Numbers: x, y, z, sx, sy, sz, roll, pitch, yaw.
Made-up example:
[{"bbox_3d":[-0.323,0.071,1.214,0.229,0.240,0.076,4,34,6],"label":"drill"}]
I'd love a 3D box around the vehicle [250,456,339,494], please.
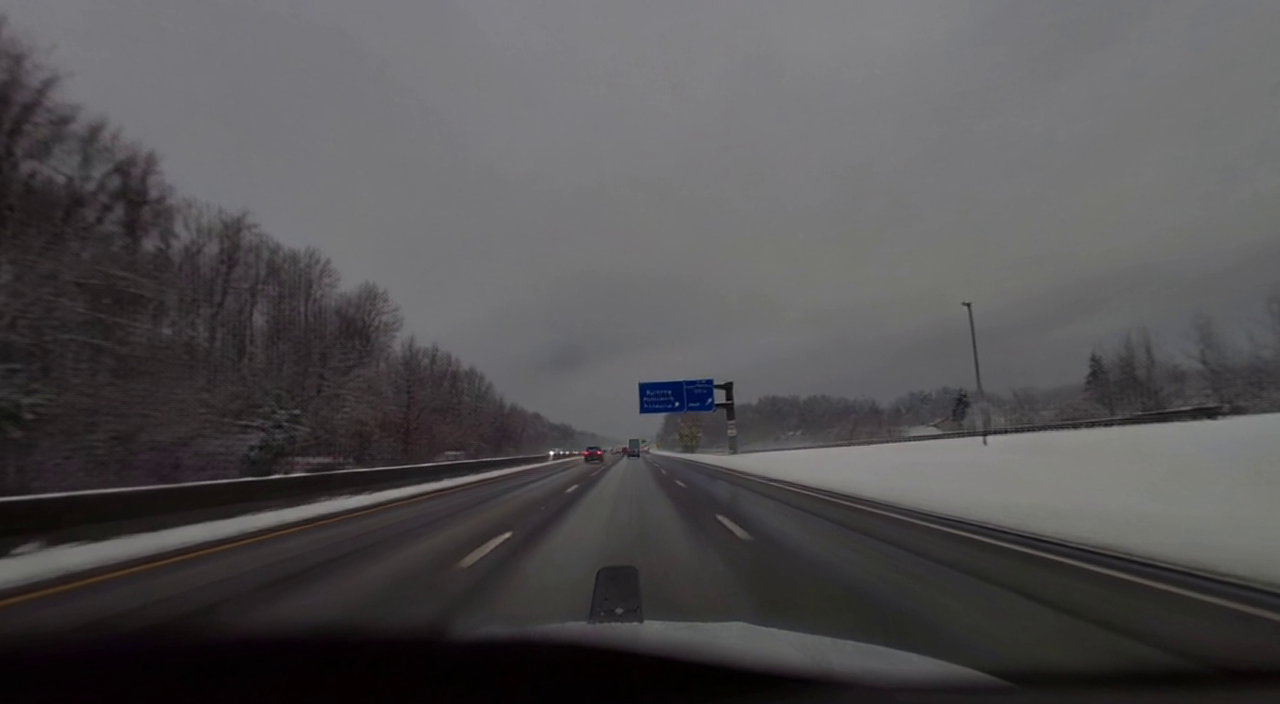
[{"bbox_3d":[-15.054,5.363,27.530,1.750,1.478,3.765,0,-9,0],"label":"vehicle"}]

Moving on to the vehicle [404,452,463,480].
[{"bbox_3d":[-11.426,6.315,34.903,1.879,1.458,3.974,0,-9,1],"label":"vehicle"}]
